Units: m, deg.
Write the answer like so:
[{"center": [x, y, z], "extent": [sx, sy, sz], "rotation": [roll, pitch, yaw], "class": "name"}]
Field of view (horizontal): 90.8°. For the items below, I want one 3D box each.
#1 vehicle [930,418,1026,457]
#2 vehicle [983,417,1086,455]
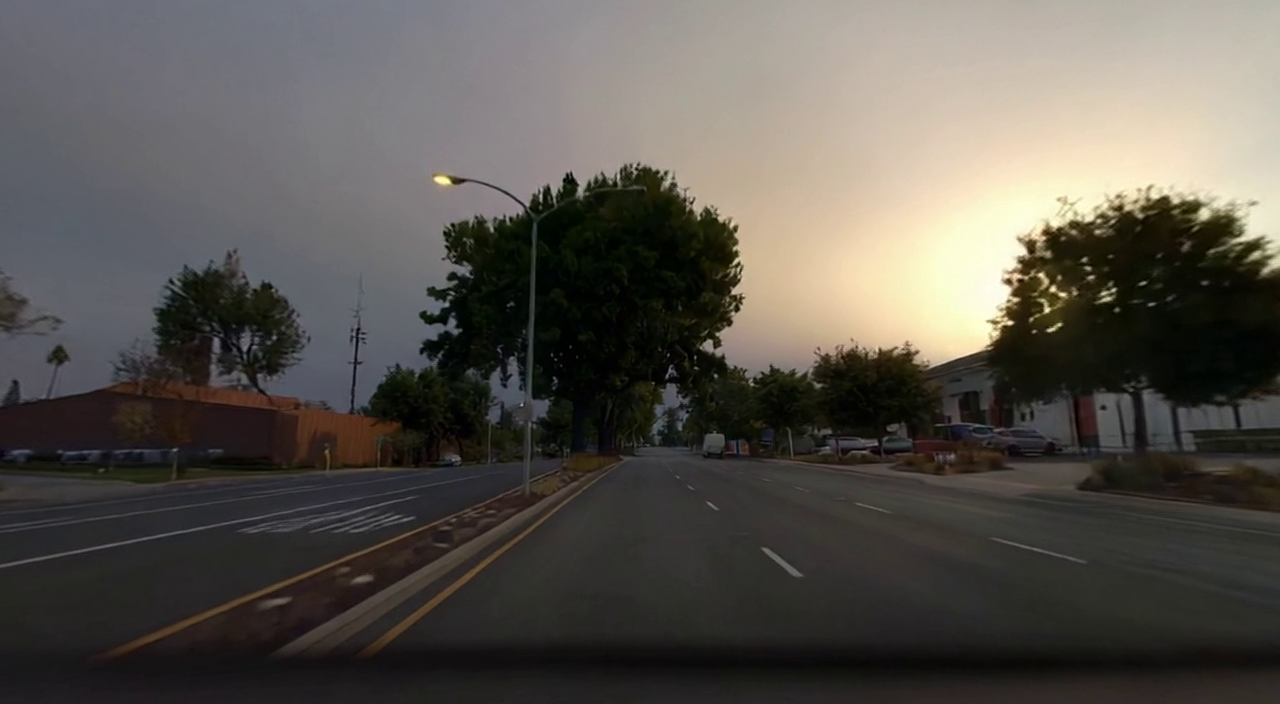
[{"center": [18.790, 4.828, 35.509], "extent": [2.228, 1.991, 5.447], "rotation": [0, -9, -2], "class": "vehicle"}, {"center": [22.262, 4.795, 35.976], "extent": [2.269, 1.949, 5.193], "rotation": [-1, -8, -2], "class": "vehicle"}]
